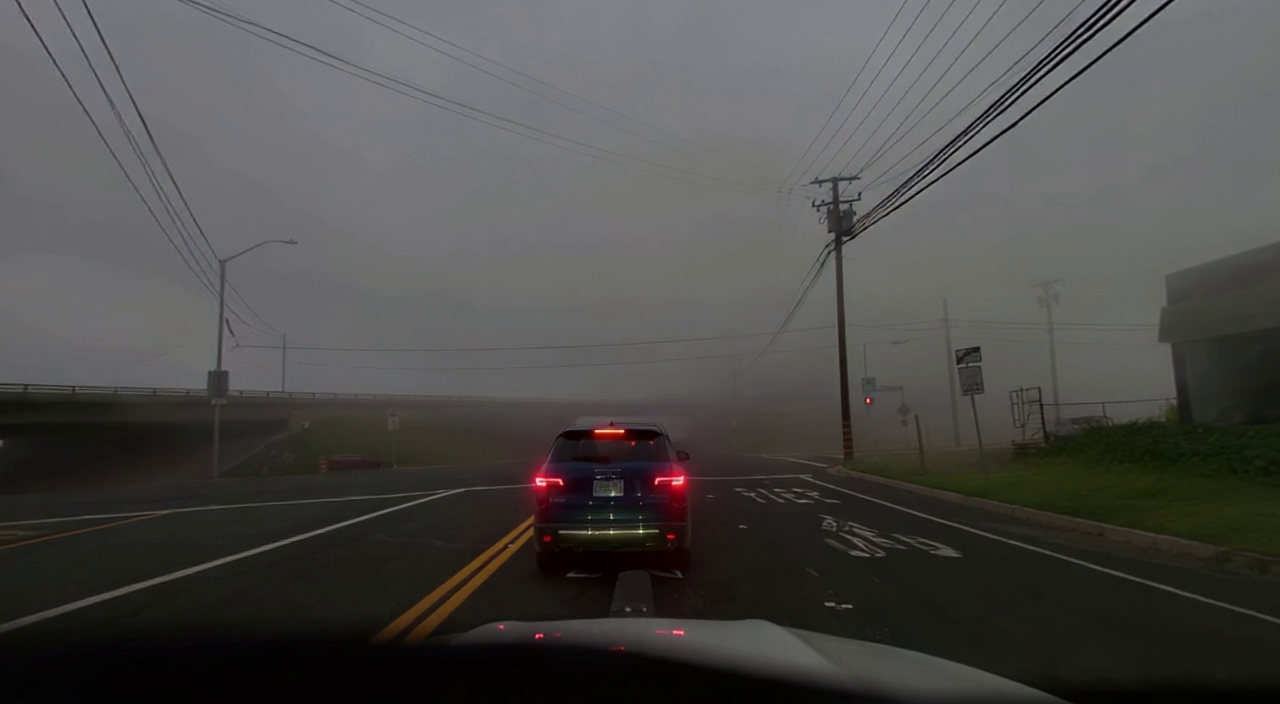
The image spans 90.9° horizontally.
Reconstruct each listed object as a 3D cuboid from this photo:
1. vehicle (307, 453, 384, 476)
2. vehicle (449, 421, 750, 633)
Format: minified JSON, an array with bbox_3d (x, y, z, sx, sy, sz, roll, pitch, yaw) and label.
[{"bbox_3d":[-21.022,8.017,45.189,1.808,1.539,4.600,-7,-11,39],"label":"vehicle"},{"bbox_3d":[-0.250,1.526,6.474,2.090,1.458,4.033,-1,-9,1],"label":"vehicle"}]
